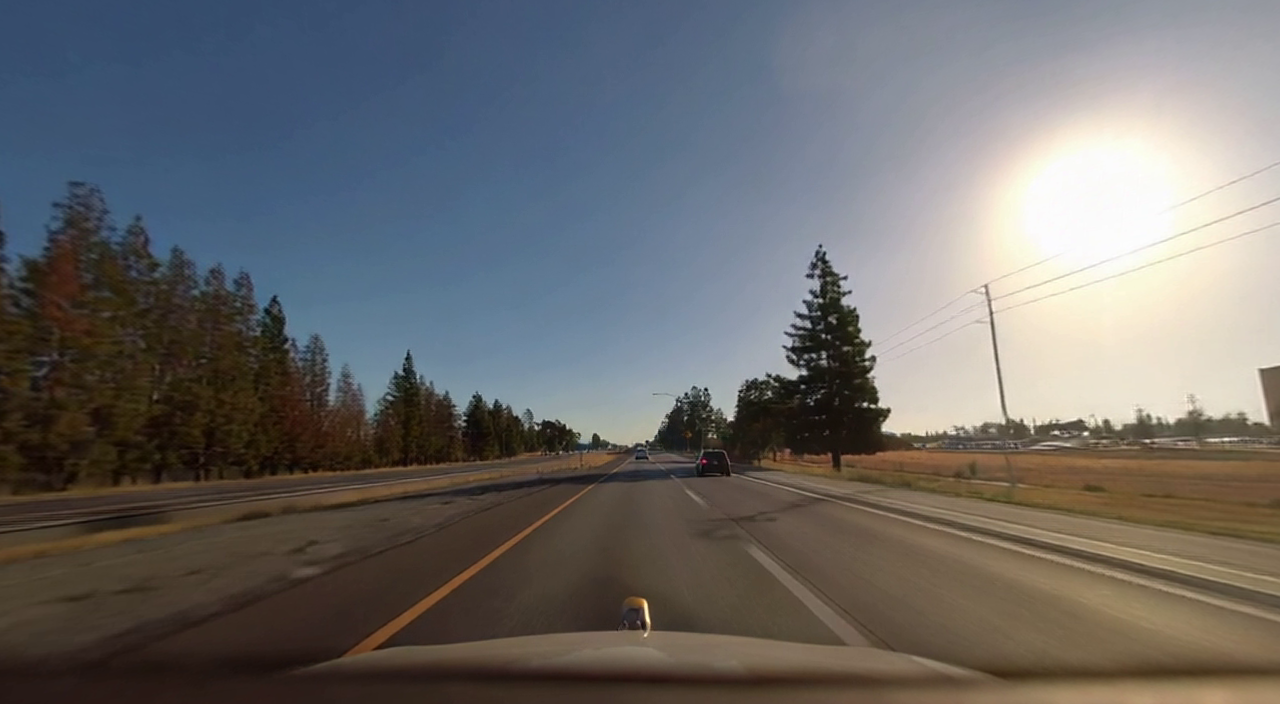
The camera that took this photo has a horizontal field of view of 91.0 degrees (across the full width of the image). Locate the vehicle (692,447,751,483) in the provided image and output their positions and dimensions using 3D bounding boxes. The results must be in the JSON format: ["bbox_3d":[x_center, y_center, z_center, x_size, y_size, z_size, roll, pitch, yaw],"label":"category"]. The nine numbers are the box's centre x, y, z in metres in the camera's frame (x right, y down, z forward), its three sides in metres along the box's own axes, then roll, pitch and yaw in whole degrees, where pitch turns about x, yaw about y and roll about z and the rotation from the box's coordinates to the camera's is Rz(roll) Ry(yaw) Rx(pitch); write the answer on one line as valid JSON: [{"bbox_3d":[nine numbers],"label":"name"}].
[{"bbox_3d":[3.630,5.143,28.972,2.115,1.522,4.330,0,-9,0],"label":"vehicle"}]
